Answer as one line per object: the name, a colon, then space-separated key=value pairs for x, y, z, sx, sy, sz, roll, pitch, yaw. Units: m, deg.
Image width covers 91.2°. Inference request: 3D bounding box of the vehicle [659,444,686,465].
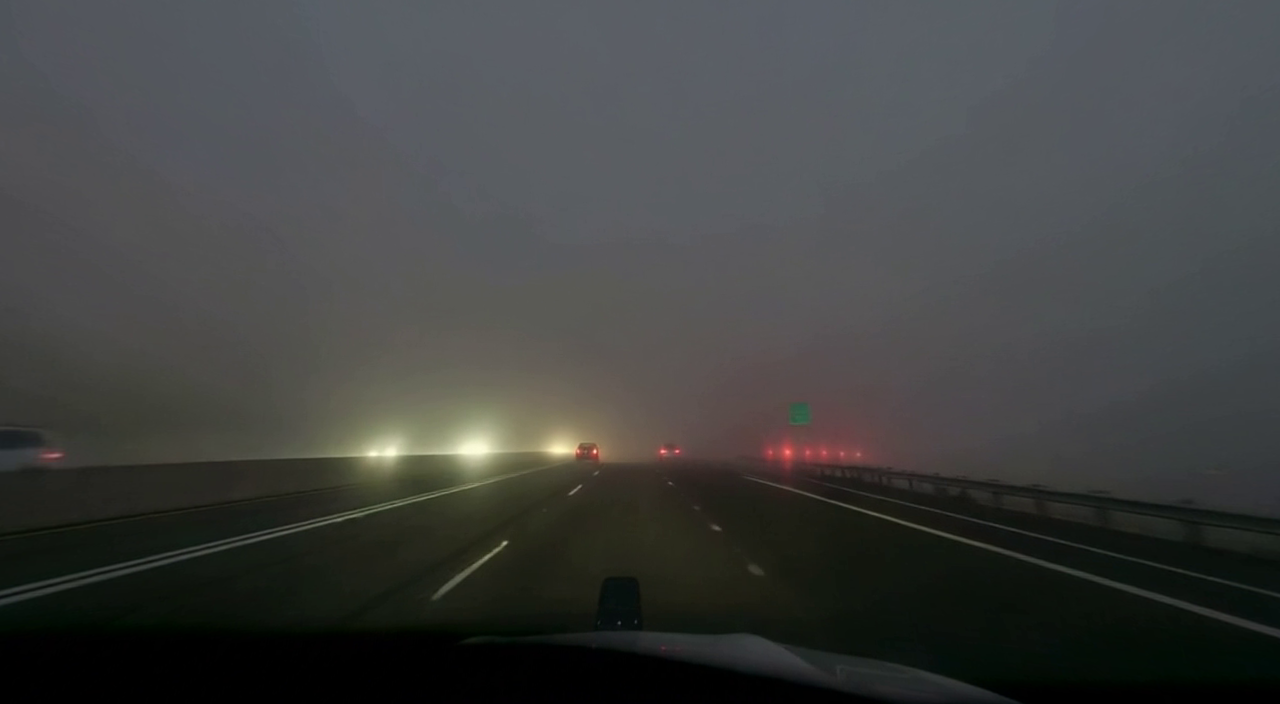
vehicle: x=2.469 y=7.991 z=48.948 sx=1.895 sy=1.555 sz=4.030 roll=0 pitch=-9 yaw=0
